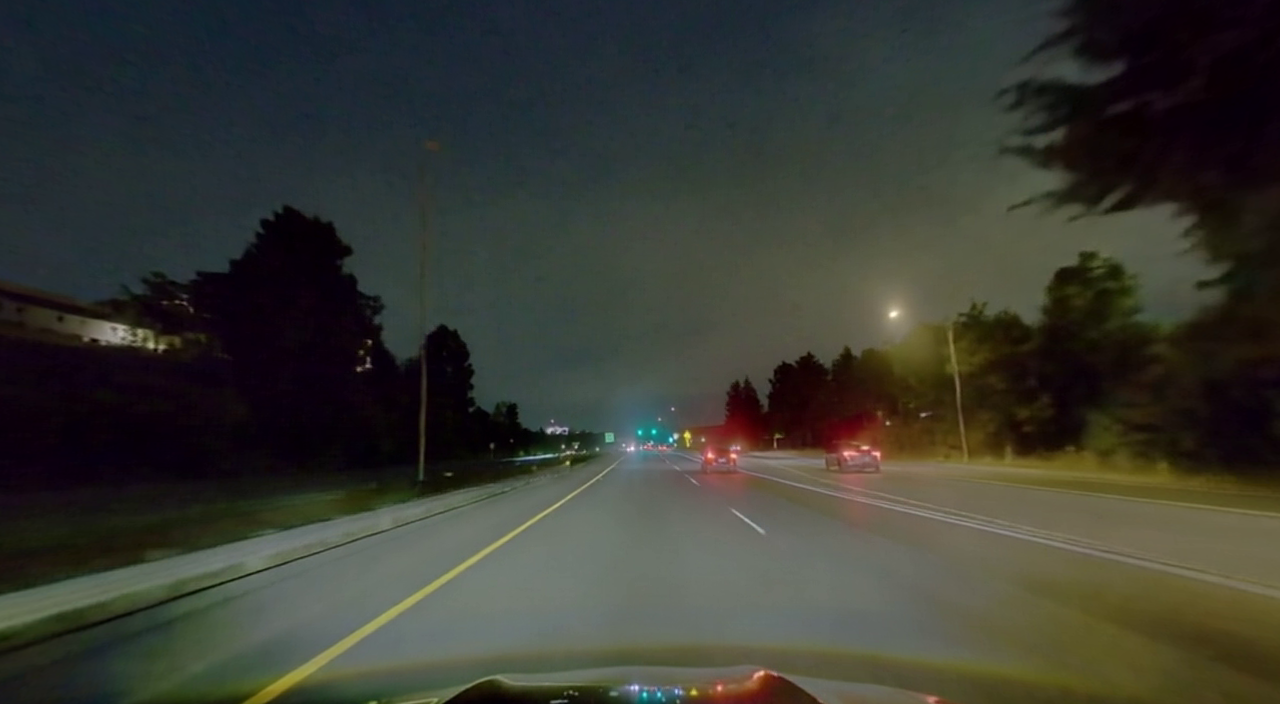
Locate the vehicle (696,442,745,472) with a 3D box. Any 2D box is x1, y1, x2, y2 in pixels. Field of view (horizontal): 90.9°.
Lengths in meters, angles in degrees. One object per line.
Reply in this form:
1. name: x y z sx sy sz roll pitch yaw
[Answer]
1. vehicle: 4.269 5.663 34.190 2.042 1.518 4.477 0 -9 -1
